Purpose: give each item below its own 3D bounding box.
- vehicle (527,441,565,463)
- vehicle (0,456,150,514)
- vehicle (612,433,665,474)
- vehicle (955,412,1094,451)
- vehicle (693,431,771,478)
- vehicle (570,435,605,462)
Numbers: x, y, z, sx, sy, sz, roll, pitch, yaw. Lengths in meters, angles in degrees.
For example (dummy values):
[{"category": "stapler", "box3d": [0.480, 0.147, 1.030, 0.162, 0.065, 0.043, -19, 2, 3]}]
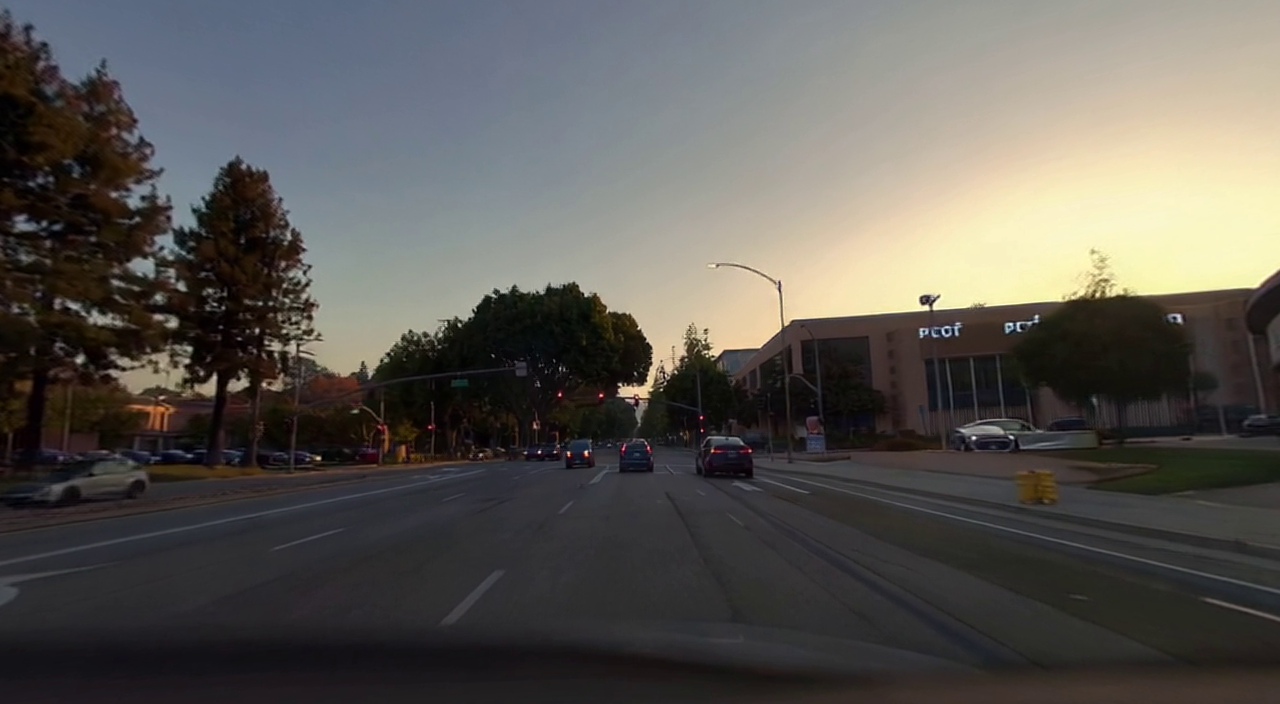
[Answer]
[{"category": "vehicle", "box3d": [-6.660, 7.109, 45.048, 1.954, 1.473, 4.350, 0, -9, 1]}, {"category": "vehicle", "box3d": [-17.900, 4.039, 19.636, 1.832, 1.515, 4.369, 0, -9, -1]}, {"category": "vehicle", "box3d": [-0.142, 4.469, 27.959, 2.146, 1.685, 4.003, 0, -9, -2]}, {"category": "vehicle", "box3d": [15.639, 3.294, 25.913, 4.344, 1.512, 1.936, -1, -9, 5]}, {"category": "vehicle", "box3d": [3.540, 4.078, 25.299, 2.198, 1.660, 4.512, 0, -9, -3]}, {"category": "vehicle", "box3d": [-3.603, 6.795, 44.369, 2.106, 1.778, 4.444, 0, -9, 0]}]
